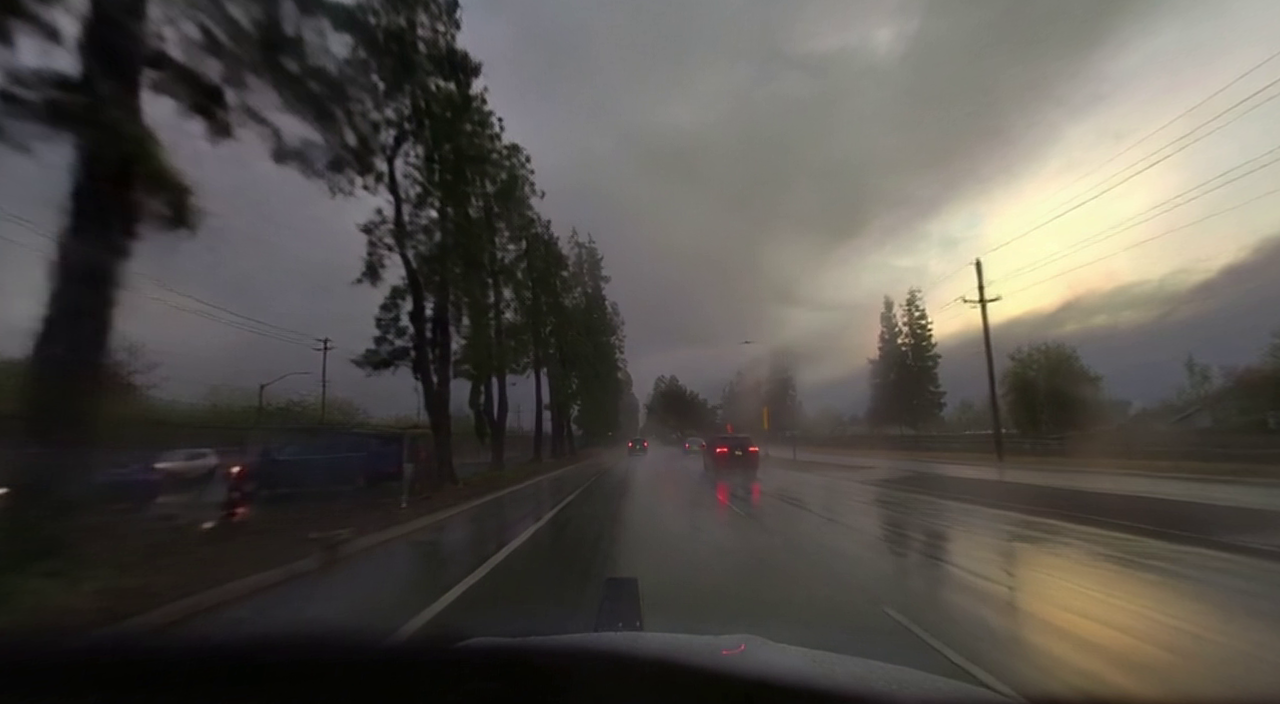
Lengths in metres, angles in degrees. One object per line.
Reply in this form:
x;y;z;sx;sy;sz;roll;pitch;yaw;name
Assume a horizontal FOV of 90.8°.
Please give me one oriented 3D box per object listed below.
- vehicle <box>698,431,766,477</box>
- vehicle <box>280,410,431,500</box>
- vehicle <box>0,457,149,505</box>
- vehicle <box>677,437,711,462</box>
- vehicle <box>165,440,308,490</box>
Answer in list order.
3.901;4.408;27.603;2.112;1.825;4.574;0;-8;-2;vehicle
-8.935;3.250;20.133;3.613;2.628;2.227;0;-9;2;vehicle
-21.985;4.960;24.674;2.005;1.567;4.461;0;-8;0;vehicle
3.834;7.014;45.482;2.012;1.653;4.115;0;-8;-1;vehicle
-17.776;4.975;28.368;2.434;1.965;6.029;0;-8;0;vehicle
